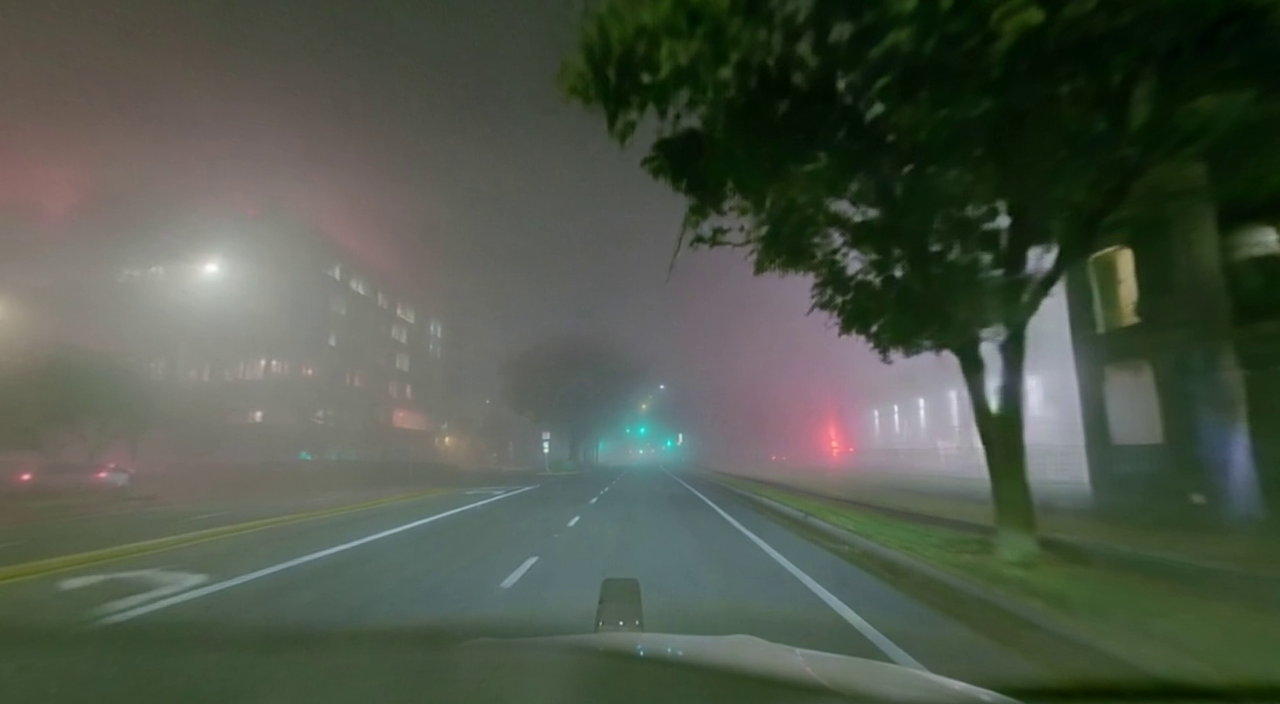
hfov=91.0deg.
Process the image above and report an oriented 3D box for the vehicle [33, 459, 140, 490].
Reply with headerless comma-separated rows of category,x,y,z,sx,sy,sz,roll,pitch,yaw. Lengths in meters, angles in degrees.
vehicle,-32.641,7.231,37.273,4.308,1.598,1.891,0,-8,-8
